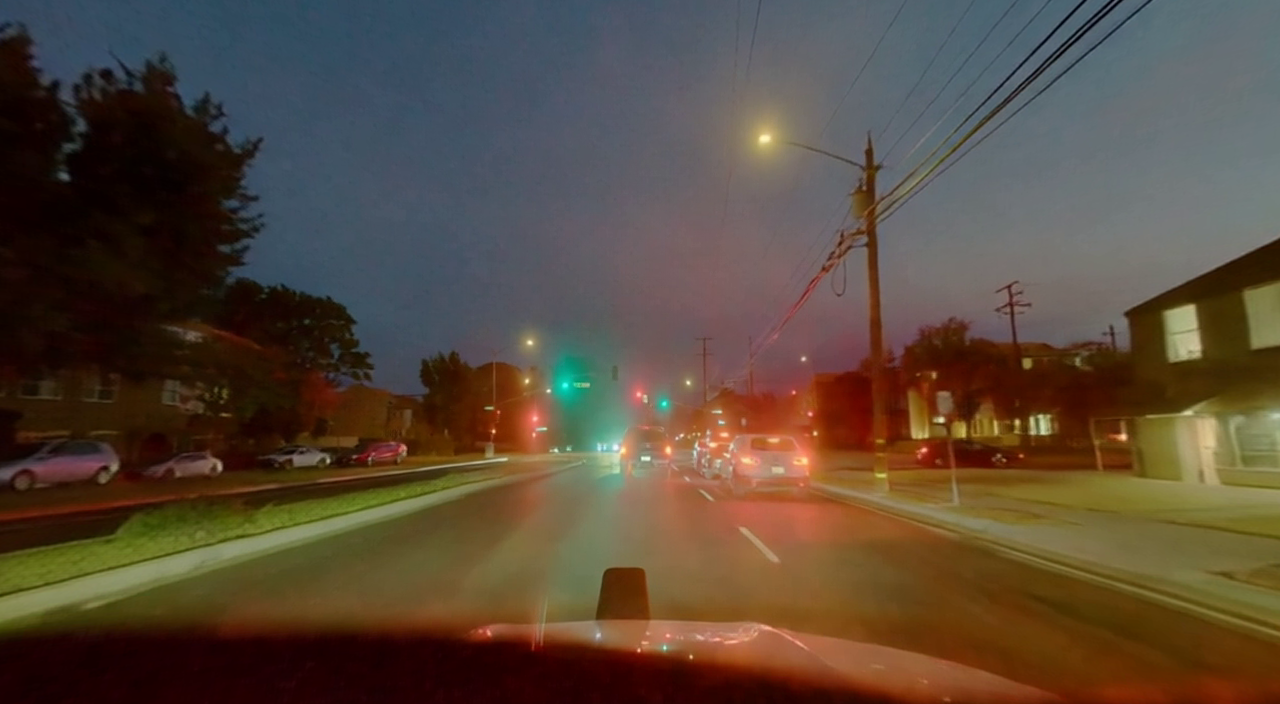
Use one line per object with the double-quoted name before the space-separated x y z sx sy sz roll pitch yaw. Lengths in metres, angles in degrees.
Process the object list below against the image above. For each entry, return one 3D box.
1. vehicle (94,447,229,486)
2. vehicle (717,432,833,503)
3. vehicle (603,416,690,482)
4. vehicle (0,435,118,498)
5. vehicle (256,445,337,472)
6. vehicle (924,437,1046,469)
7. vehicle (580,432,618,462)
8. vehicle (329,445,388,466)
"vehicle" -19.838 4.725 26.464 1.866 1.471 4.770 0 -9 1
"vehicle" 3.149 2.790 15.586 2.002 1.511 4.124 0 -9 1
"vehicle" 0.212 3.483 22.760 2.769 2.087 5.130 0 -9 0
"vehicle" -20.124 3.708 20.672 2.046 1.874 4.448 0 -9 2
"vehicle" -19.751 6.143 36.524 1.891 1.460 4.681 0 -9 2
"vehicle" 16.547 4.863 30.420 4.671 1.495 1.900 -1 -9 4
"vehicle" -2.635 6.216 41.204 1.999 1.864 4.279 0 -9 3
"vehicle" -19.703 7.253 44.320 1.830 1.436 4.771 0 -9 2
